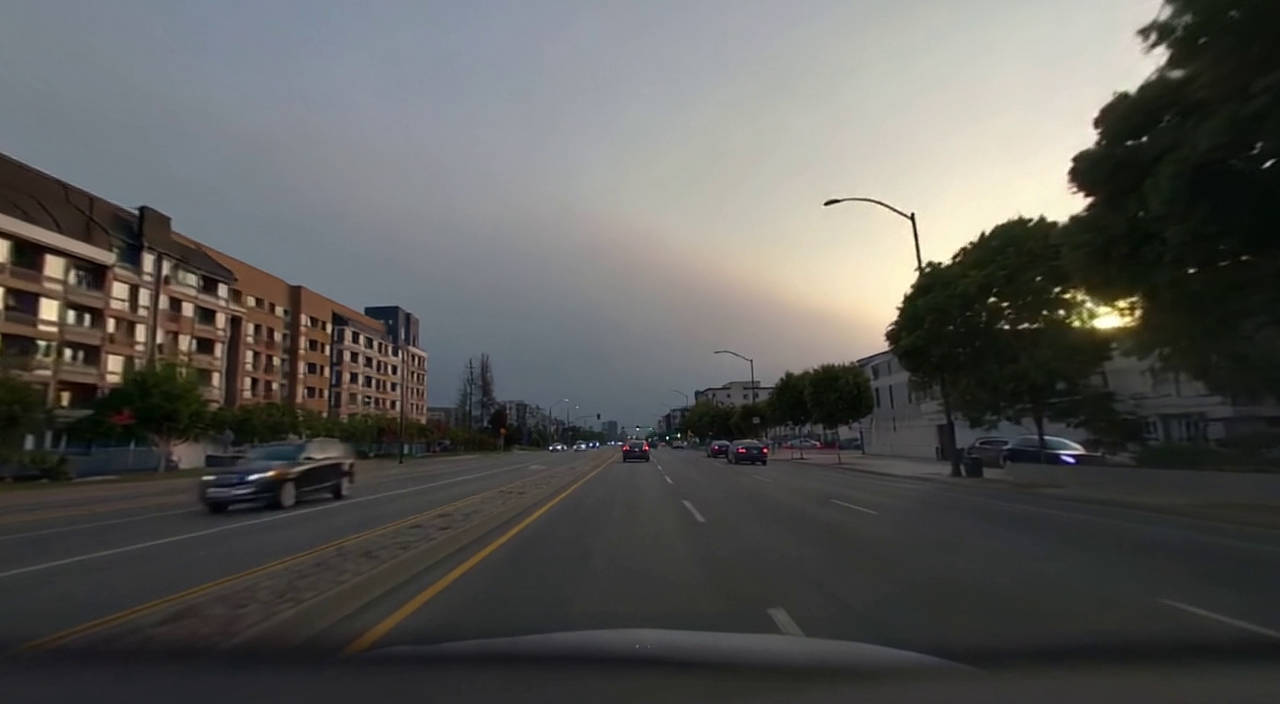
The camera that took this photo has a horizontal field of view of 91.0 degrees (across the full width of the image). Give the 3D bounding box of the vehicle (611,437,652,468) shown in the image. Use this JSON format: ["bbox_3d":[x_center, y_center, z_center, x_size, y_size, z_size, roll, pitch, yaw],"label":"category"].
[{"bbox_3d":[-0.436,5.502,34.572,2.106,1.553,3.964,0,-9,0],"label":"vehicle"}]

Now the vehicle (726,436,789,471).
[{"bbox_3d":[5.740,5.049,31.433,2.121,1.557,4.898,0,-9,-1],"label":"vehicle"}]

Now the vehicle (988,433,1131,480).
[{"bbox_3d":[15.001,3.773,22.913,2.025,1.523,4.581,0,-8,0],"label":"vehicle"}]

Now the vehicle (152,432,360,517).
[{"bbox_3d":[-8.662,2.774,14.811,2.010,1.674,4.484,0,-9,0],"label":"vehicle"}]

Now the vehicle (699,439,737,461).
[{"bbox_3d":[5.680,7.207,46.263,2.154,1.554,4.149,1,-9,-2],"label":"vehicle"}]
